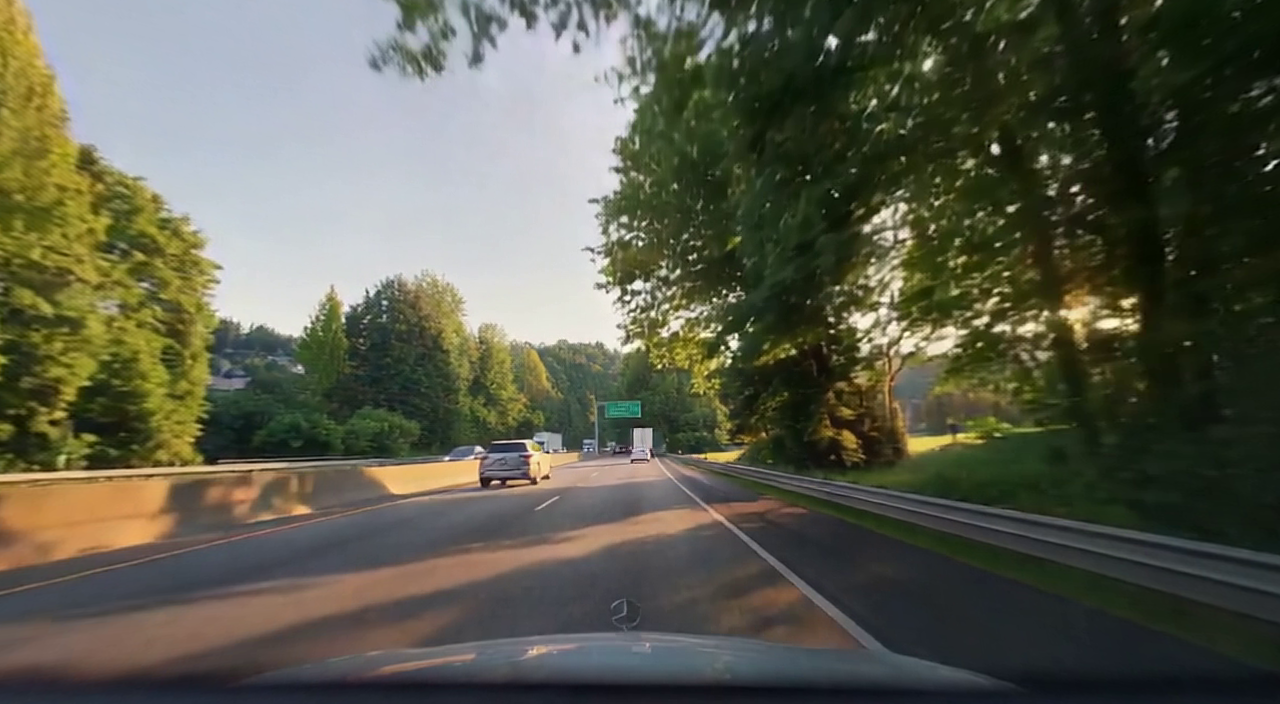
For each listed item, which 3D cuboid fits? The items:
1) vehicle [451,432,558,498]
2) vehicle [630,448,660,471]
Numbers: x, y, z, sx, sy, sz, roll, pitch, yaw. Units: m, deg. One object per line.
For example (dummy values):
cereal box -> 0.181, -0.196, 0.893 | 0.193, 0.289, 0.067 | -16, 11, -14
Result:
vehicle -> -3.876, 3.352, 19.031 | 2.097, 1.722, 4.808 | 0, -9, 1
vehicle -> 0.307, 7.002, 41.221 | 1.853, 1.436, 3.438 | 0, -9, -1
